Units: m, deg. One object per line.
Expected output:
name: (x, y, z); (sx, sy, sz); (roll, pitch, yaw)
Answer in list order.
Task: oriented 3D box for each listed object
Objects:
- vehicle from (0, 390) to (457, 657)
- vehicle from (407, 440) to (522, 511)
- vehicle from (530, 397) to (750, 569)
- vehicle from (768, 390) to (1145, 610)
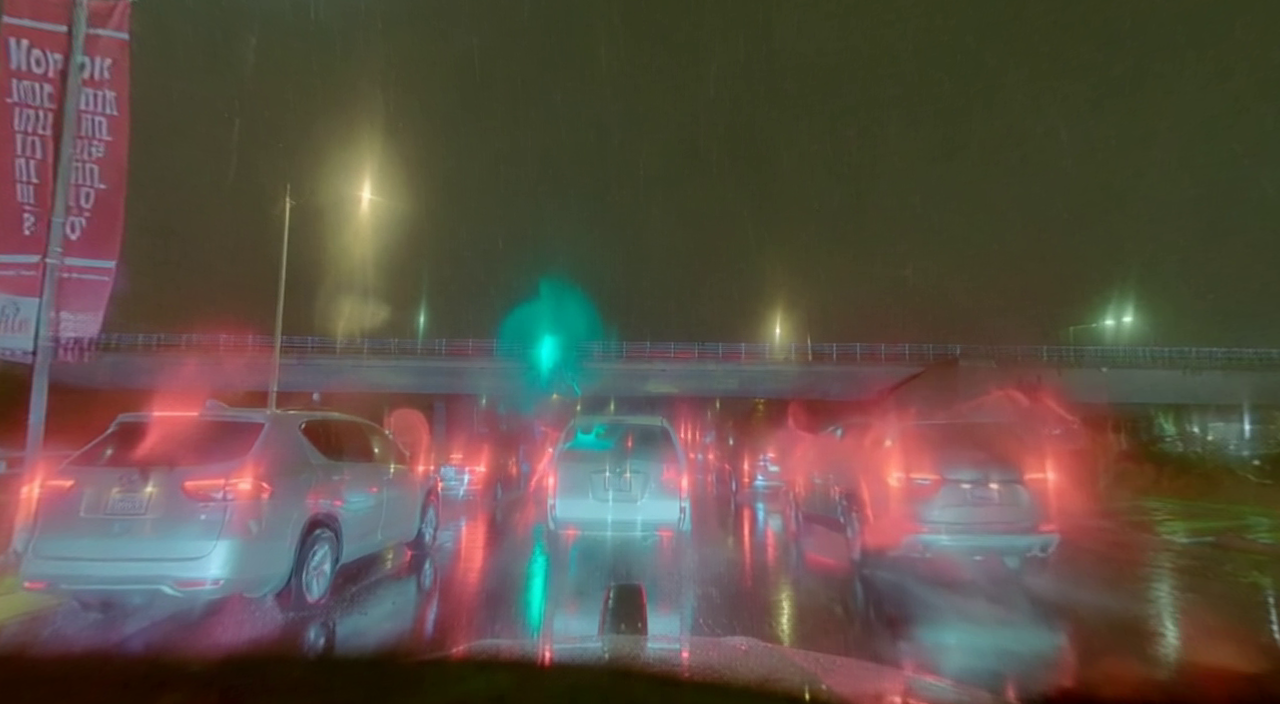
vehicle: (-3.496, 1.426, 6.267); (2.039, 1.709, 4.265); (0, -9, 0)
vehicle: (-4.153, 2.945, 15.431); (1.797, 1.505, 3.506); (0, -9, 0)
vehicle: (-0.082, 1.771, 9.214); (2.409, 1.864, 4.471); (0, -9, -2)
vehicle: (3.120, 1.573, 7.627); (2.016, 1.804, 4.681); (0, -9, -2)
